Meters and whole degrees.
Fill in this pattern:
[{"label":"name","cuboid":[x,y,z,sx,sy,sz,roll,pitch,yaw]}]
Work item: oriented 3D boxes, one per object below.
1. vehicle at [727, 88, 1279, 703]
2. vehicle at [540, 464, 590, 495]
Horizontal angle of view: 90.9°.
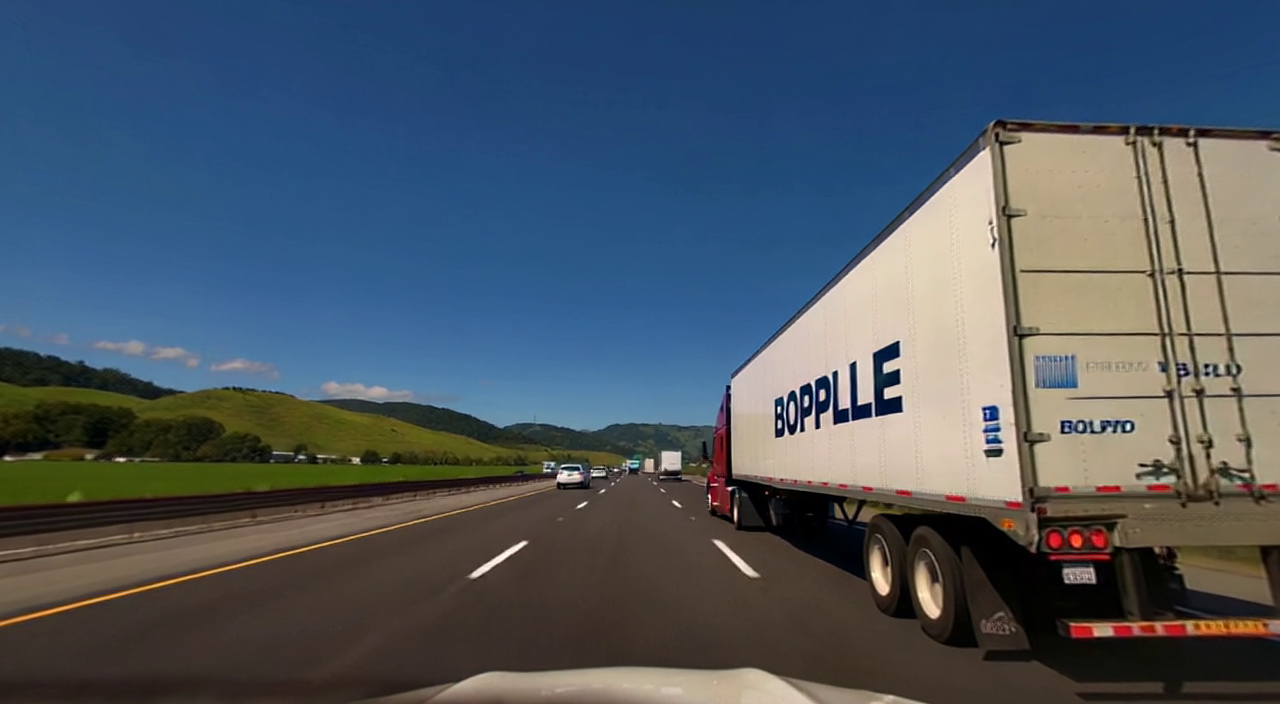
[{"label":"vehicle","cuboid":[3.941,1.417,11.019,2.839,4.062,14.051,1,-11,0]},{"label":"vehicle","cuboid":[-4.079,7.031,34.984,2.088,1.566,4.853,1,-11,1]}]
